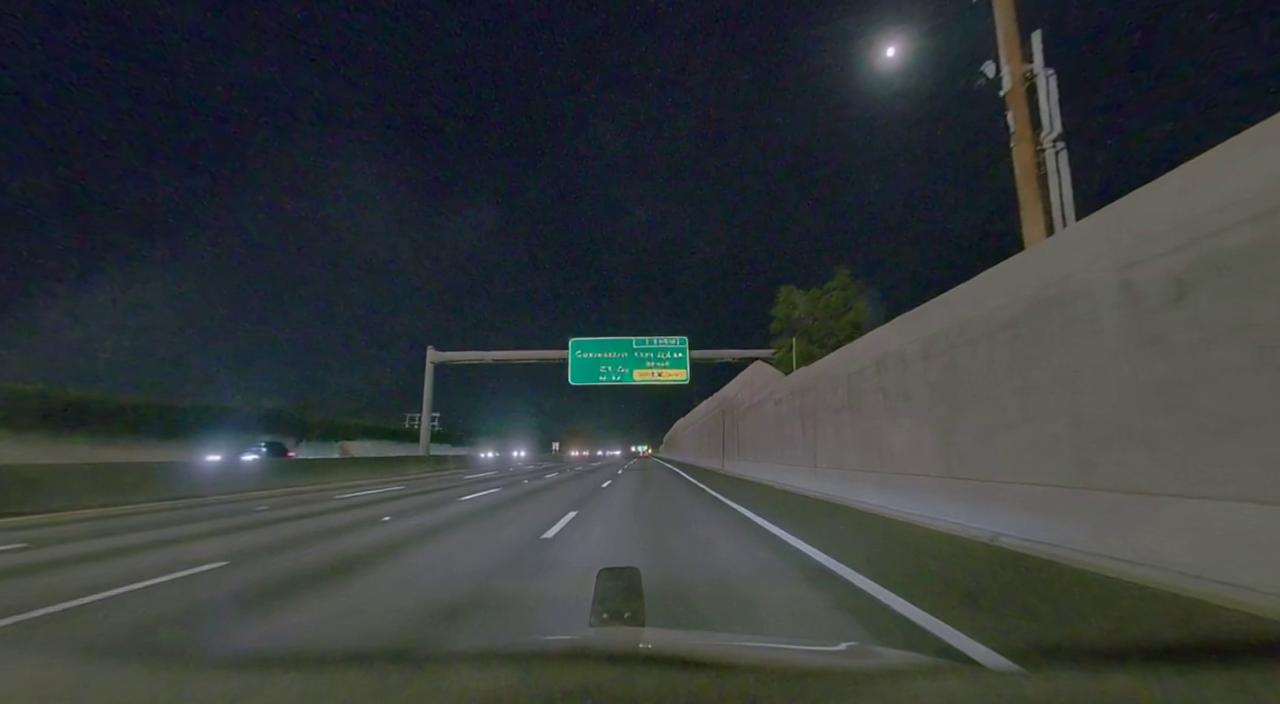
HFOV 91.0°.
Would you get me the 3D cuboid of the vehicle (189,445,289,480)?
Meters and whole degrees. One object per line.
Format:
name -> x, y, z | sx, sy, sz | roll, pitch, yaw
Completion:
vehicle -> -18.473, 5.086, 29.259 | 1.886, 1.493, 4.093 | 0, -9, 1
